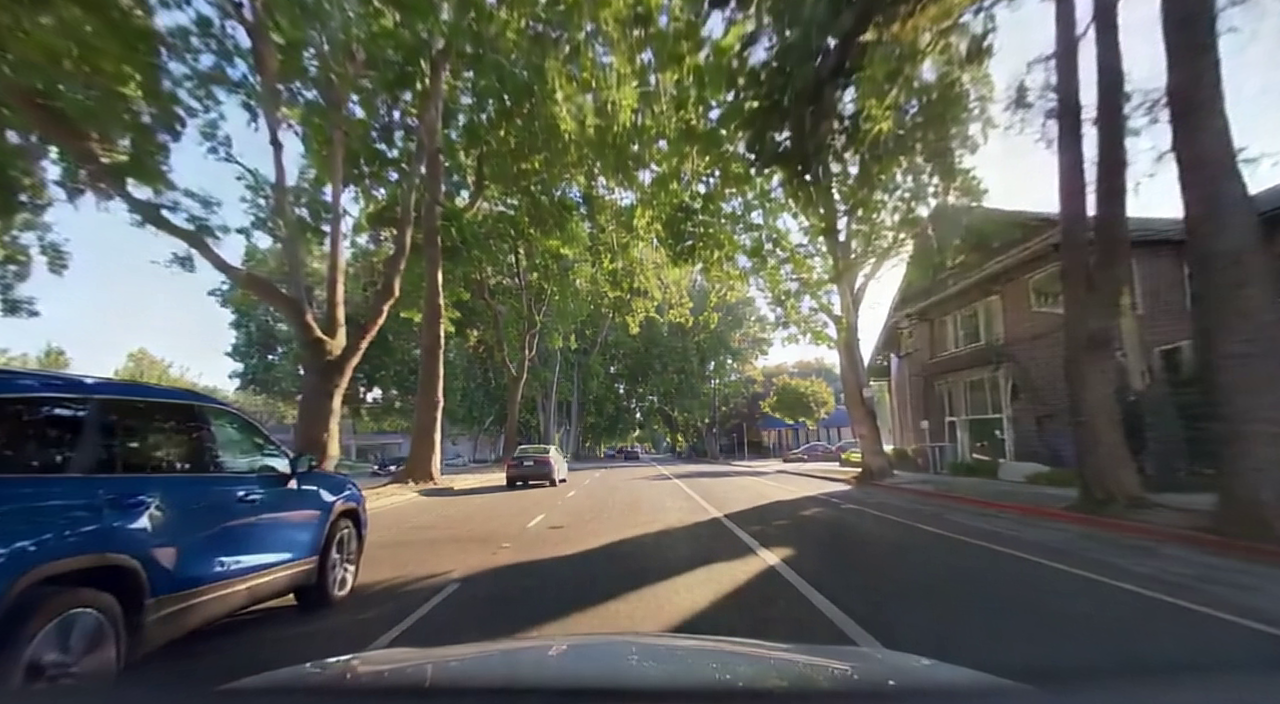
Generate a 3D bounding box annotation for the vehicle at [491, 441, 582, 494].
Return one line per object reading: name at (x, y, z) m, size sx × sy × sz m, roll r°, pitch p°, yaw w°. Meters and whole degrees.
vehicle at (-3.117, 3.574, 19.988) m, size 2.069 × 1.470 × 4.601 m, roll 0°, pitch -9°, yaw 0°

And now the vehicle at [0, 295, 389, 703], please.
vehicle at (-3.351, 0.926, 3.662) m, size 2.042 × 1.817 × 4.364 m, roll 0°, pitch -9°, yaw -1°

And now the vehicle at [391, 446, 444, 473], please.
vehicle at (-16.198, 7.837, 46.225) m, size 2.096 × 1.803 × 4.889 m, roll 0°, pitch -9°, yaw 0°
